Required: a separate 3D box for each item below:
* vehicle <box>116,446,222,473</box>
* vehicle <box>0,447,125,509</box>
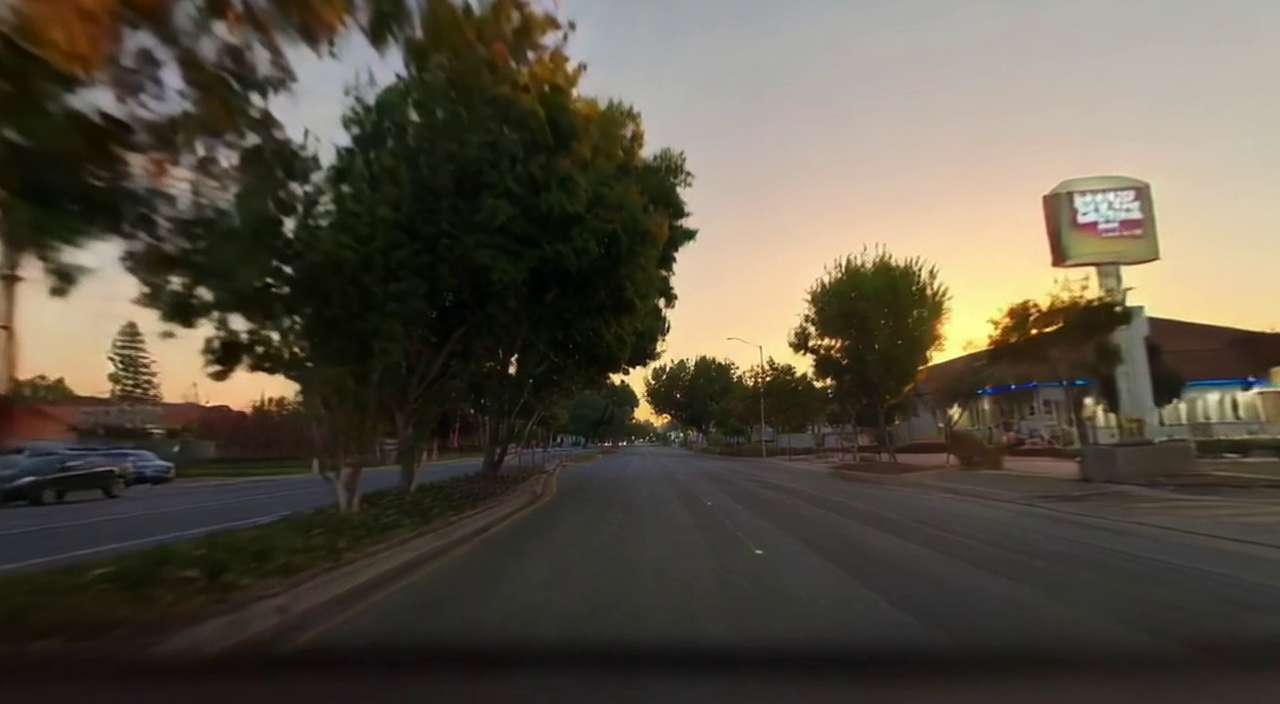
[{"bbox_3d":[-28.230,6.430,37.968,4.758,1.499,2.001,0,-8,1],"label":"vehicle"},{"bbox_3d":[-19.360,3.888,19.898,1.906,1.744,5.165,0,-8,0],"label":"vehicle"}]
